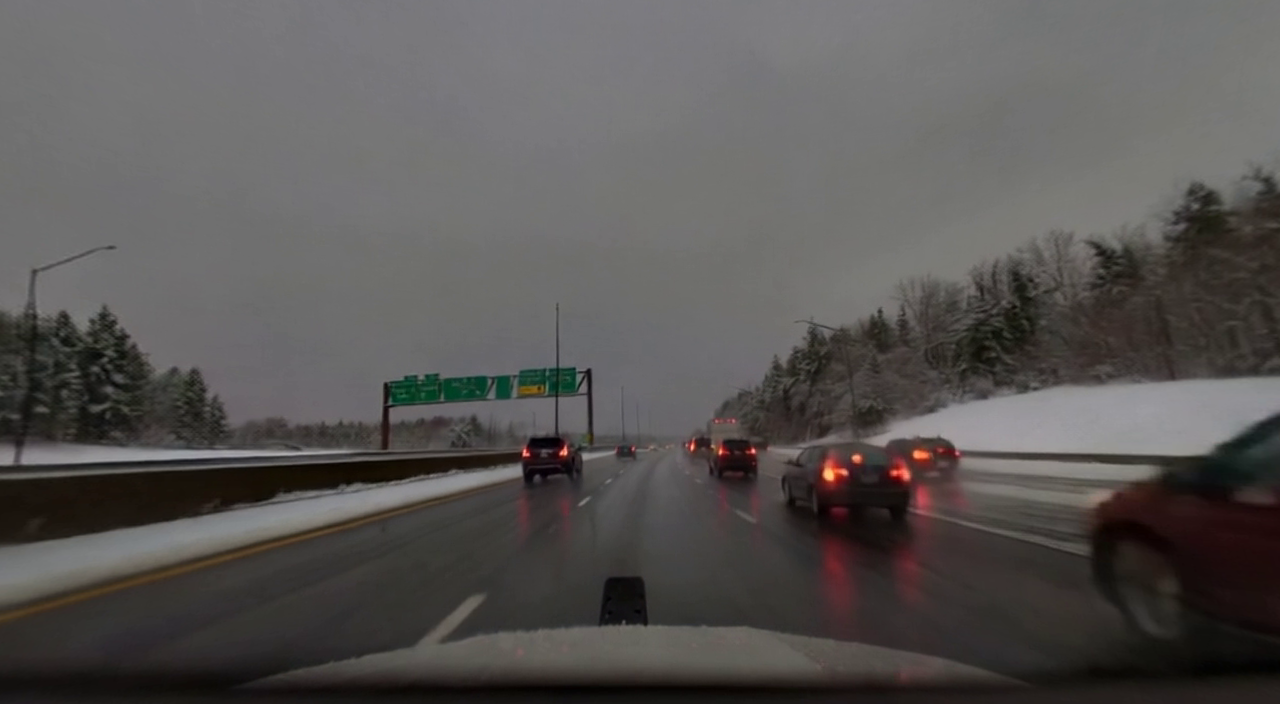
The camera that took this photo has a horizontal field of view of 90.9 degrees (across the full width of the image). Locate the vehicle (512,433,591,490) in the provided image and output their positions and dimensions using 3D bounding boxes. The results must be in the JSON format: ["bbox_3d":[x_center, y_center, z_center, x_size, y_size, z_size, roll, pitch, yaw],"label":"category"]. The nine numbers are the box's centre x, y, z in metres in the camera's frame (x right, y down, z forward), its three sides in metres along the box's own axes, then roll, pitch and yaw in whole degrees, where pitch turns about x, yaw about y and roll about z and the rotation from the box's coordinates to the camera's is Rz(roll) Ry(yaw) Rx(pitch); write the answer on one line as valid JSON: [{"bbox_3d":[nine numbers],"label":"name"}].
[{"bbox_3d":[-2.921,3.751,21.776,2.006,1.741,4.277,-1,-9,2],"label":"vehicle"}]

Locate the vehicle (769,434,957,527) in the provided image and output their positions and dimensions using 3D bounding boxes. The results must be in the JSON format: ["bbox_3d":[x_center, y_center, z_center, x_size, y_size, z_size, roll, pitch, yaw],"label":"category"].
[{"bbox_3d":[4.100,2.469,12.592,2.088,1.491,4.549,0,-9,0],"label":"vehicle"}]

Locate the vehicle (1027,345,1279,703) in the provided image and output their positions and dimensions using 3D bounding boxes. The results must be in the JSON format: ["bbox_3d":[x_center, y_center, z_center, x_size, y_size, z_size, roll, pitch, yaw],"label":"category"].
[{"bbox_3d":[3.694,0.733,2.049,1.991,1.715,4.455,0,-9,0],"label":"vehicle"}]

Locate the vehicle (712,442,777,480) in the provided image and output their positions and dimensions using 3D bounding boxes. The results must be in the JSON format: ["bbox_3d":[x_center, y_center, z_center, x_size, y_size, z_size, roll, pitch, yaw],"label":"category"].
[{"bbox_3d":[4.376,4.674,27.151,1.999,1.482,4.743,0,-9,0],"label":"vehicle"}]
